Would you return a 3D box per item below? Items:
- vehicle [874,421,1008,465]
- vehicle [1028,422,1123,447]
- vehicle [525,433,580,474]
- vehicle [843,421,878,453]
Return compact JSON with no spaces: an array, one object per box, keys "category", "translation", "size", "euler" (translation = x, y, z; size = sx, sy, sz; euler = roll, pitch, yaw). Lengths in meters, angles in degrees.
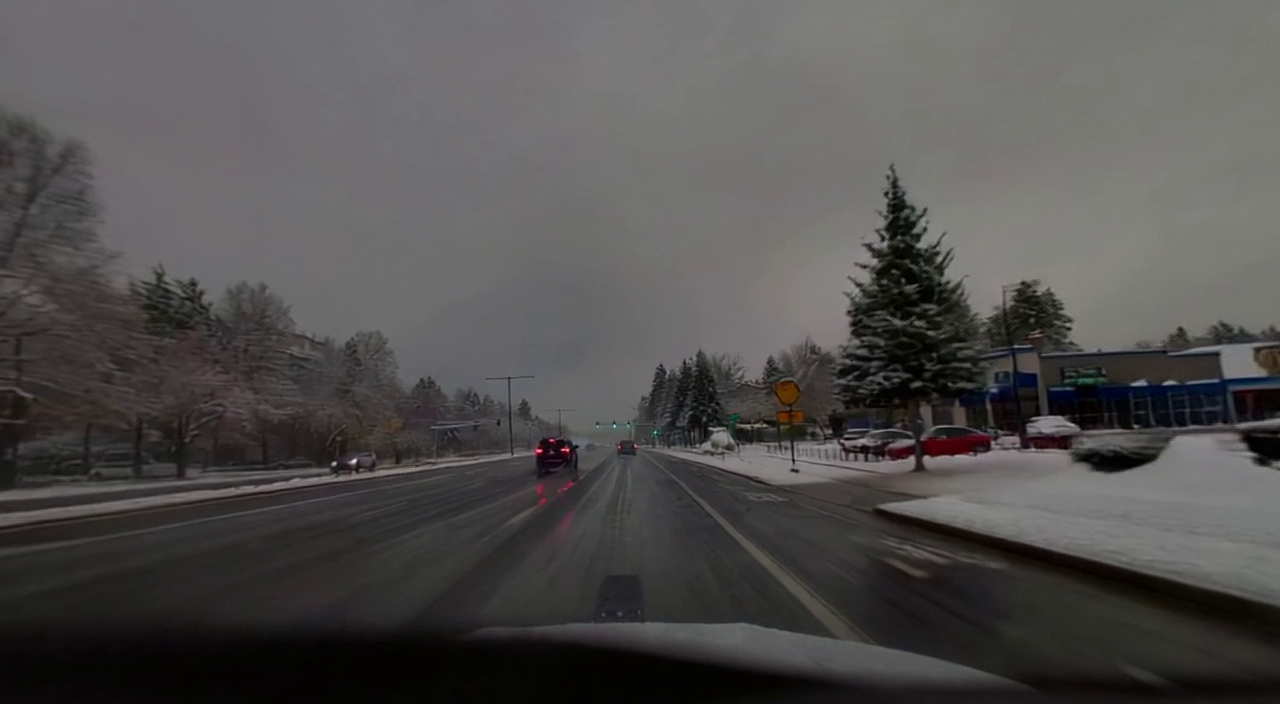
[{"category":"vehicle","translation":[12.874,3.909,27.265],"size":[4.612,1.491,2.061],"euler":[-5,-7,1]},{"category":"vehicle","translation":[27.164,5.168,39.519],"size":[4.457,1.449,1.833],"euler":[-1,-8,5]},{"category":"vehicle","translation":[-4.036,4.779,29.933],"size":[1.985,1.772,4.479],"euler":[0,-8,0]},{"category":"vehicle","translation":[14.015,5.420,40.239],"size":[1.876,1.693,3.562],"euler":[6,-5,19]}]
